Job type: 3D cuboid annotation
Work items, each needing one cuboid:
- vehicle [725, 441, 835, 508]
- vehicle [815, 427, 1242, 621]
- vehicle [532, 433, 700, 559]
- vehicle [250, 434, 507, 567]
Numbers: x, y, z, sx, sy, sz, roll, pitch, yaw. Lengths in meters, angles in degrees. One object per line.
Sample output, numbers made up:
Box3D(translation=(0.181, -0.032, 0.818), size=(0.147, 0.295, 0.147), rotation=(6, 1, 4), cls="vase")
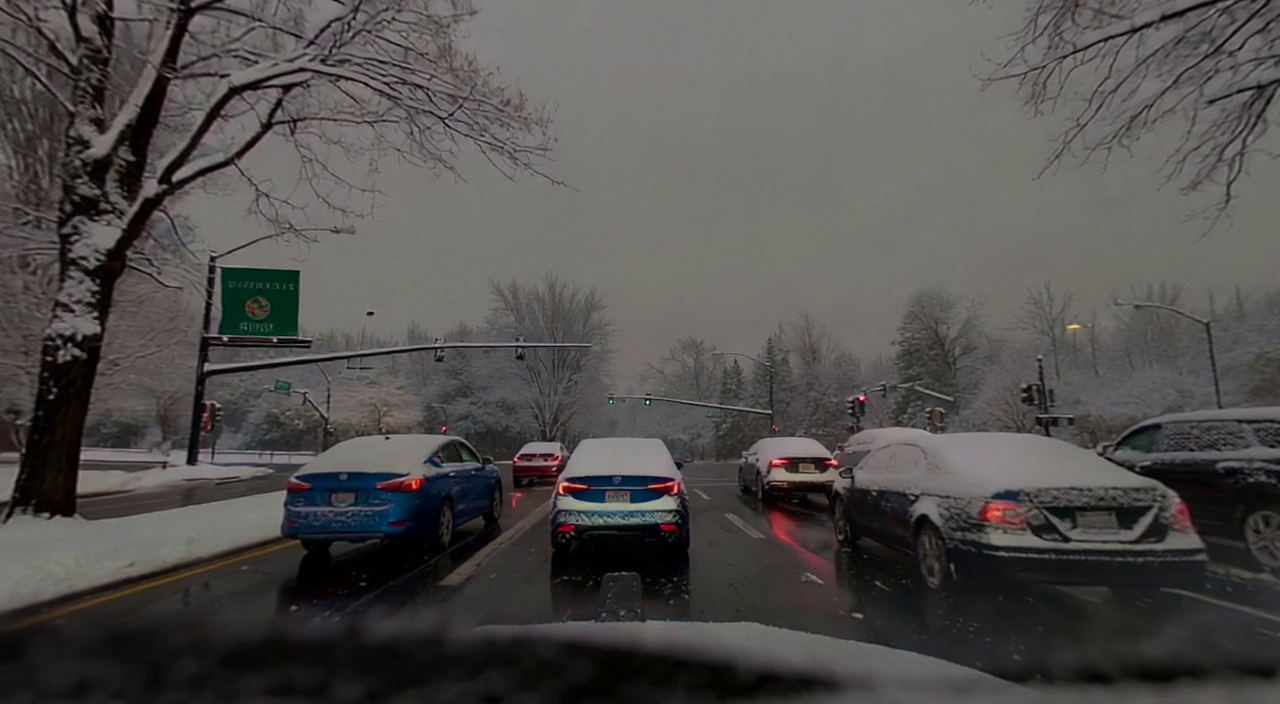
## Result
Box3D(translation=(3.423, 3.049, 16.215), size=(1.852, 1.498, 3.825), rotation=(0, -8, -1), cls="vehicle")
Box3D(translation=(3.617, 1.657, 7.151), size=(1.953, 1.471, 4.470), rotation=(0, -8, 0), cls="vehicle")
Box3D(translation=(-0.303, 1.985, 9.400), size=(1.994, 1.479, 3.647), rotation=(0, -8, -1), cls="vehicle")
Box3D(translation=(-3.360, 1.966, 9.167), size=(1.929, 1.457, 4.136), rotation=(0, -8, 0), cls="vehicle")
